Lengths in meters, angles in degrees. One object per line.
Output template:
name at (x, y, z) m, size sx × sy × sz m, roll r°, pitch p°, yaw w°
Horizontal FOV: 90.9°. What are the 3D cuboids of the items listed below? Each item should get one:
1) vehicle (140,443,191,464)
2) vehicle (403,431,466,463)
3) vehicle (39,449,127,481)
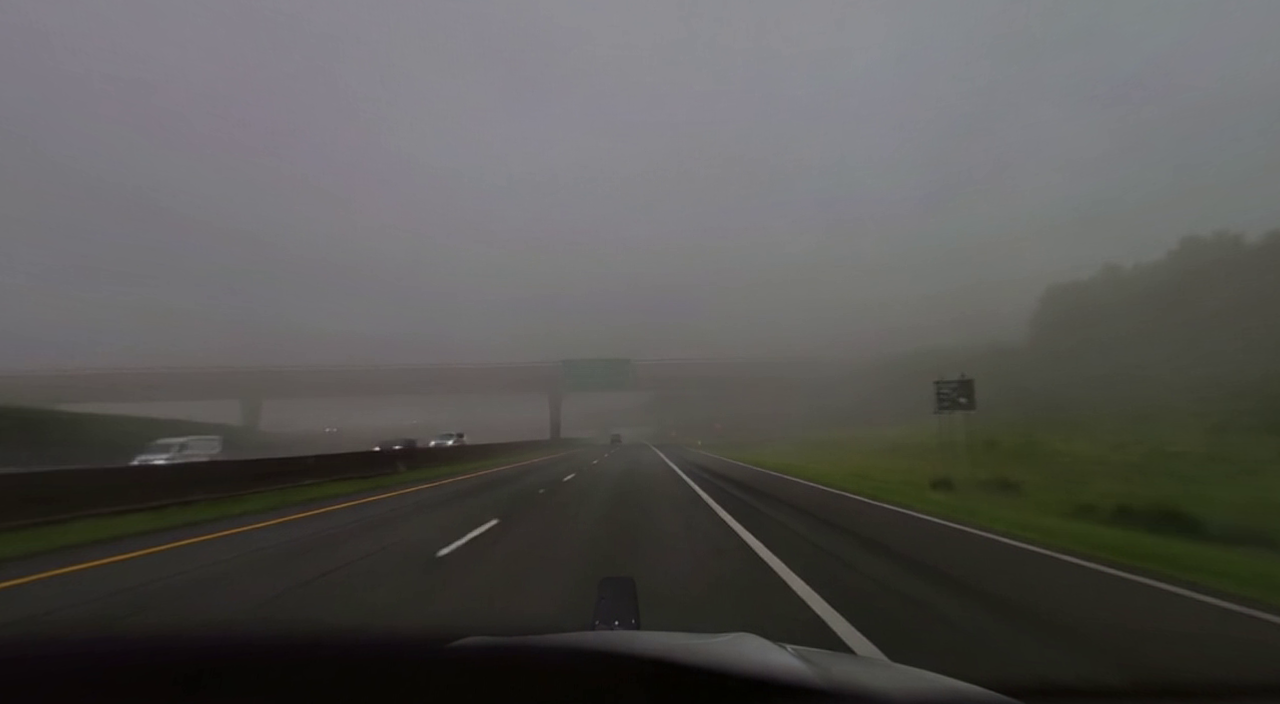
vehicle at (-37.024, 7.901, 49.270) m, size 1.989 × 1.496 × 4.580 m, roll 3°, pitch -8°, yaw -22°
vehicle at (-12.017, 5.548, 37.146) m, size 2.179 × 1.752 × 4.402 m, roll 0°, pitch -8°, yaw 1°
vehicle at (-29.105, 5.864, 33.088) m, size 1.956 × 1.440 × 4.158 m, roll 3°, pitch -8°, yaw -20°
